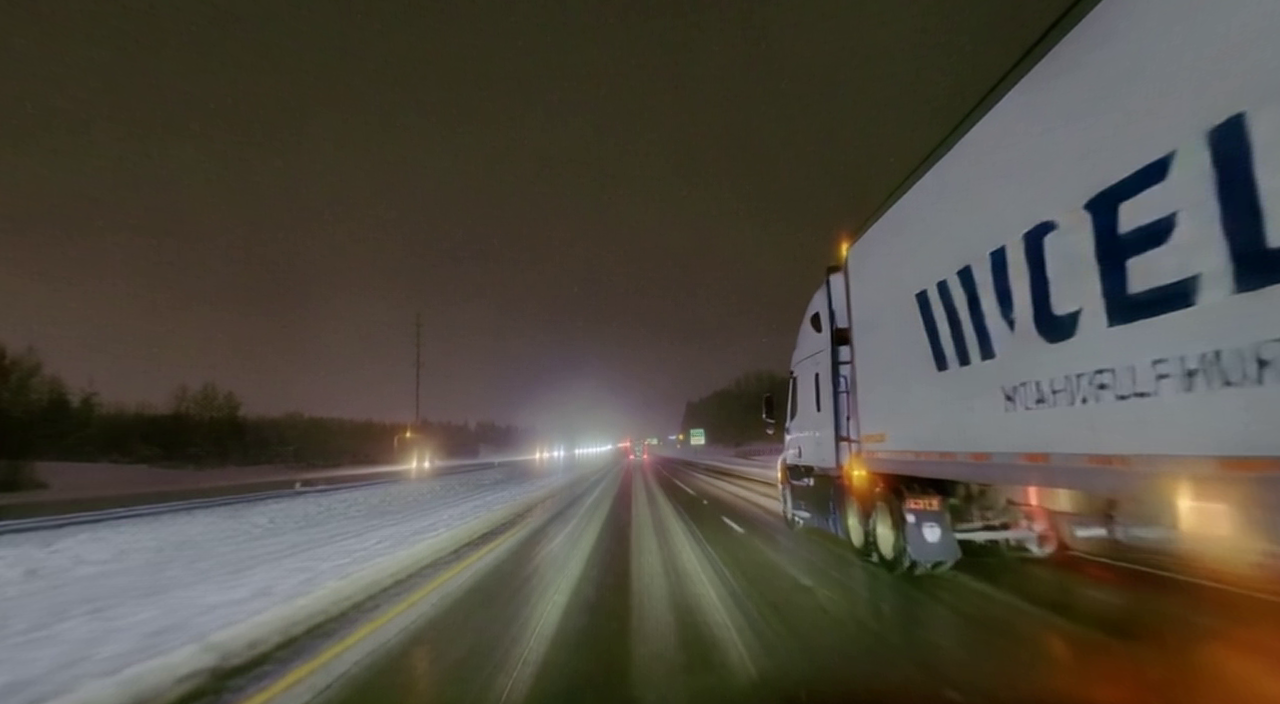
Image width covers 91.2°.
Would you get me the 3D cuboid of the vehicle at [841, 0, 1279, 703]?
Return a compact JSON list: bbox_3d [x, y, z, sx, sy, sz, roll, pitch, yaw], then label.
[{"bbox_3d":[4.073,-0.175,2.426,3.027,3.989,10.585,0,-9,0],"label":"vehicle"}]
